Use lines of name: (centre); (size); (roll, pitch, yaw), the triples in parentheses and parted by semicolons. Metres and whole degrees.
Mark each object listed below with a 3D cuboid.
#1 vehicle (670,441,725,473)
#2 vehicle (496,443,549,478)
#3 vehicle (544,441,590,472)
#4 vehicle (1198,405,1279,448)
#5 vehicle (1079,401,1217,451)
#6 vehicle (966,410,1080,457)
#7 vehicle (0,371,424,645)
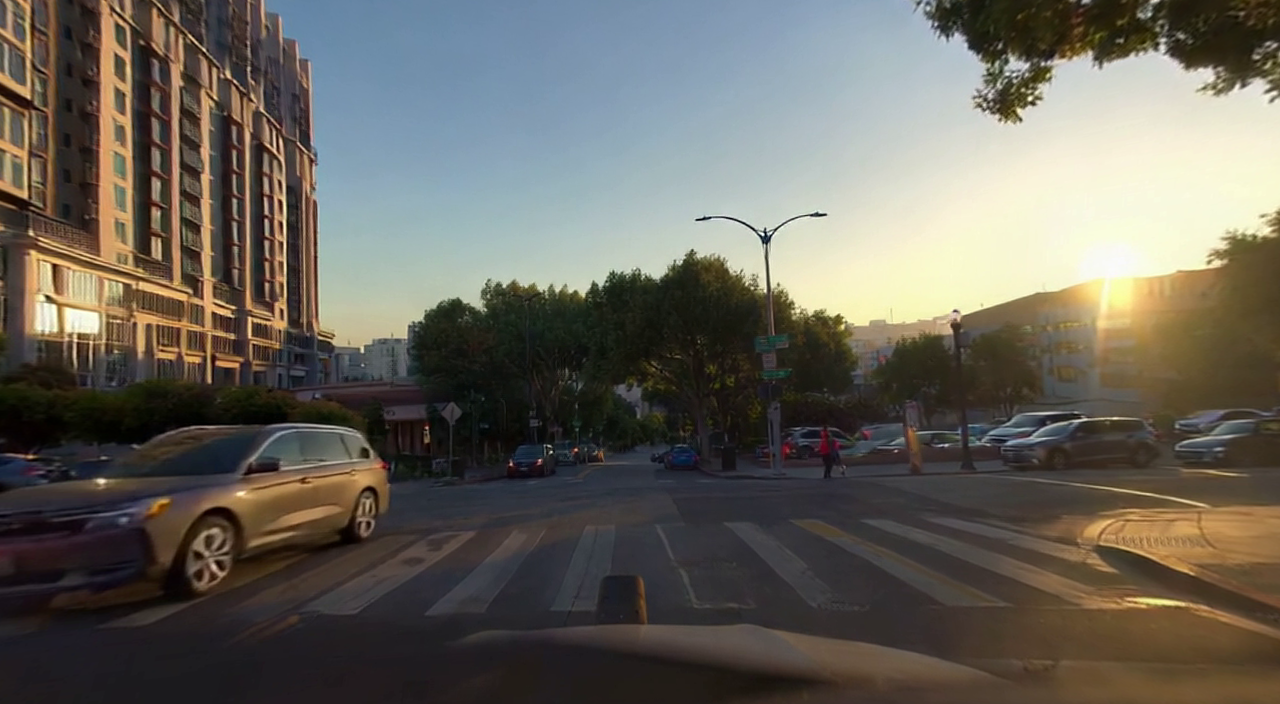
vehicle: (3.205, 5.687, 34.385); (1.942, 1.603, 3.785); (-4, -9, 22)
vehicle: (-7.572, 7.030, 41.277); (2.193, 1.814, 5.061); (-9, -9, 0)
vehicle: (-4.410, 6.364, 38.619); (2.102, 1.768, 4.290); (-1, -8, 3)
vehicle: (27.844, 3.323, 27.892); (1.894, 1.757, 4.692); (0, -9, -3)
vehicle: (22.332, 3.400, 28.128); (2.137, 1.962, 4.988); (-1, -9, 3)
vehicle: (16.770, 3.663, 27.981); (2.041, 1.921, 4.574); (0, -9, -2)
vehicle: (-4.897, 1.595, 7.496); (2.395, 1.865, 5.982); (-5, -9, 2)
